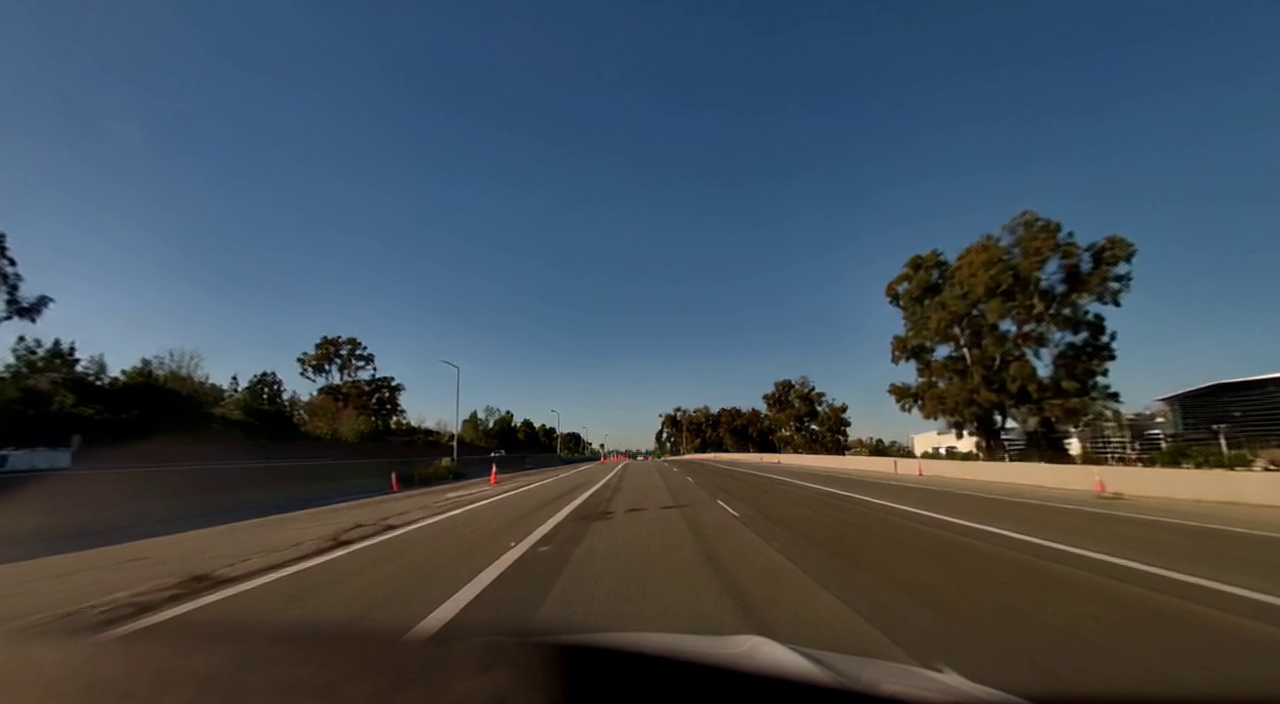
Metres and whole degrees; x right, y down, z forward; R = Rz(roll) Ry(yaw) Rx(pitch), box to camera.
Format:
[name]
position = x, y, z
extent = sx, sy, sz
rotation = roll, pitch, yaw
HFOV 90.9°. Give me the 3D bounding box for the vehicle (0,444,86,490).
[vehicle]
position = -34.701, 6.258, 34.256
extent = 2.624, 2.241, 7.387
rotation = -1, -6, -1
